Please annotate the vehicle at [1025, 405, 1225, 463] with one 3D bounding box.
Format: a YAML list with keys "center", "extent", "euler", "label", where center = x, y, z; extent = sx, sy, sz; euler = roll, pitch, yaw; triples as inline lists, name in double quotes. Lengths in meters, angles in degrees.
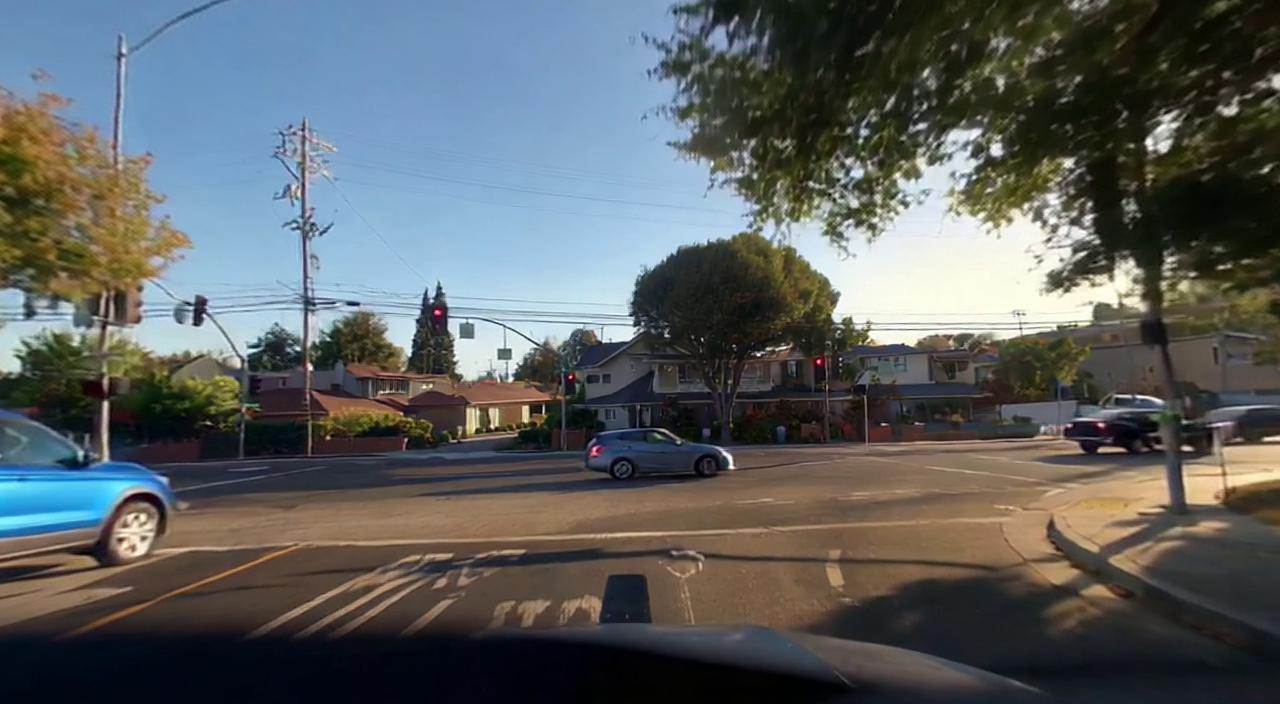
- center: [14.857, 2.548, 19.475]
  extent: [4.636, 1.668, 1.935]
  euler: [1, -8, -4]
  label: "vehicle"

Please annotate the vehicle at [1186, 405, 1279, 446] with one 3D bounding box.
- center: [28.604, 3.443, 29.193]
  extent: [4.966, 1.806, 2.007]
  euler: [1, -9, -7]
  label: "vehicle"

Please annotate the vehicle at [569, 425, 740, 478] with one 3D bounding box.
- center: [0.356, 2.893, 18.459]
  extent: [4.757, 1.442, 1.858]
  euler: [1, -9, -5]
  label: "vehicle"

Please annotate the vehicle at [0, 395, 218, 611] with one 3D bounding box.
- center: [-6.135, 1.271, 5.447]
  extent: [1.928, 1.726, 4.704]
  euler: [1, -9, -4]
  label: "vehicle"
